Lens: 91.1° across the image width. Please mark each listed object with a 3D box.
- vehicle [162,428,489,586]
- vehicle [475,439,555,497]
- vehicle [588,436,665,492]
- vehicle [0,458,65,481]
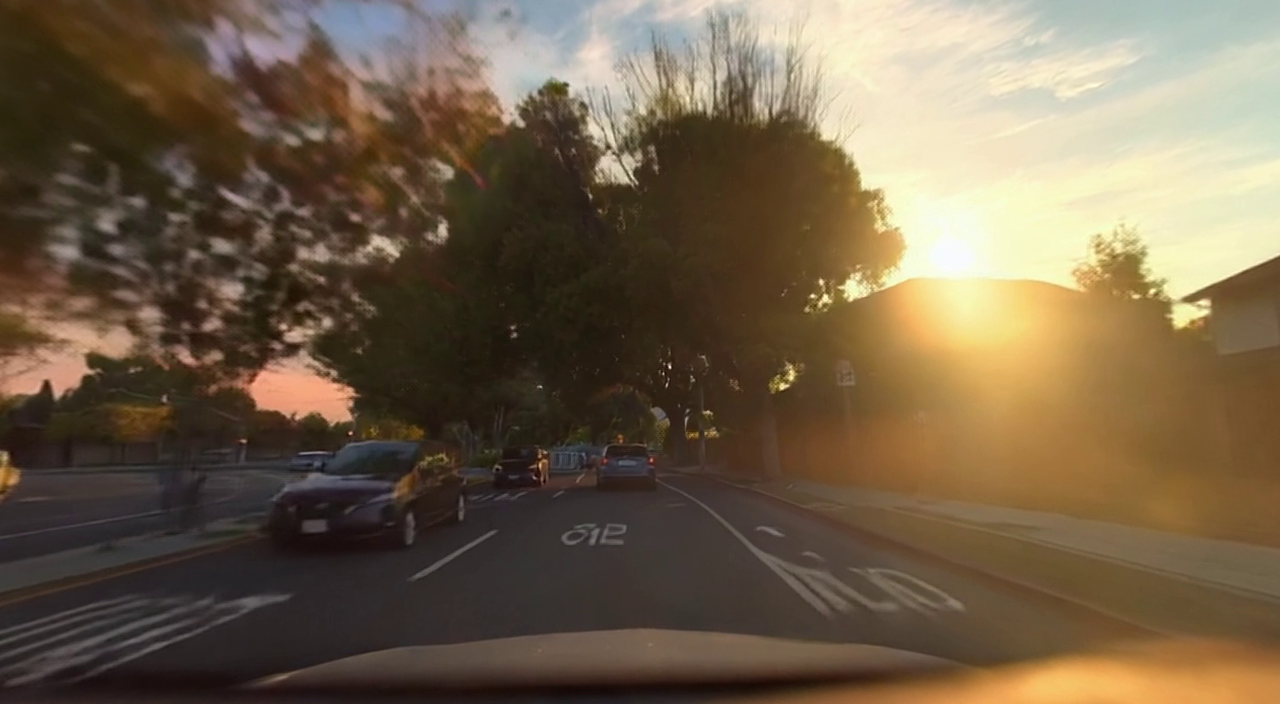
[{"bbox_3d":[-3.892,1.925,9.099,2.067,1.546,4.988,2,-7,1],"label":"vehicle"},{"bbox_3d":[-3.651,3.427,18.982,1.986,1.561,3.805,1,-8,-6],"label":"vehicle"},{"bbox_3d":[-0.559,3.650,20.838,2.290,1.653,4.127,1,-8,-4],"label":"vehicle"},{"bbox_3d":[-45.708,8.668,46.368,4.355,1.642,1.950,0,-8,-2],"label":"vehicle"}]
